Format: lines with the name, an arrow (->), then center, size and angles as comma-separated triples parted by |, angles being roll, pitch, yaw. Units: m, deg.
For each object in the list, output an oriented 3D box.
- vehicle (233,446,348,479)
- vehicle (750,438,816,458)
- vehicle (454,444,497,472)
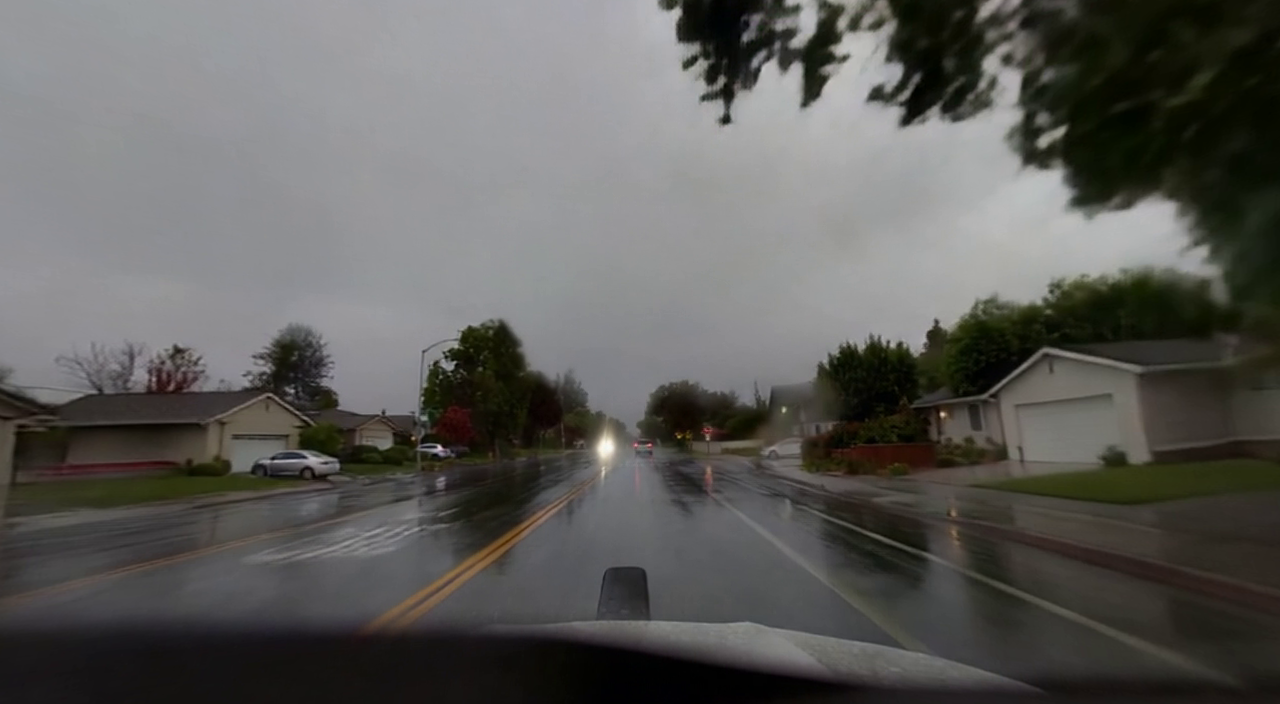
vehicle -> -18.149, 5.728, 32.899 | 4.717, 1.605, 2.074 | 0, -8, -4
vehicle -> 11.077, 7.494, 49.136 | 4.818, 1.525, 2.163 | -2, -8, 9
vehicle -> -12.369, 7.957, 47.609 | 1.965, 1.653, 4.488 | -3, -6, 1
